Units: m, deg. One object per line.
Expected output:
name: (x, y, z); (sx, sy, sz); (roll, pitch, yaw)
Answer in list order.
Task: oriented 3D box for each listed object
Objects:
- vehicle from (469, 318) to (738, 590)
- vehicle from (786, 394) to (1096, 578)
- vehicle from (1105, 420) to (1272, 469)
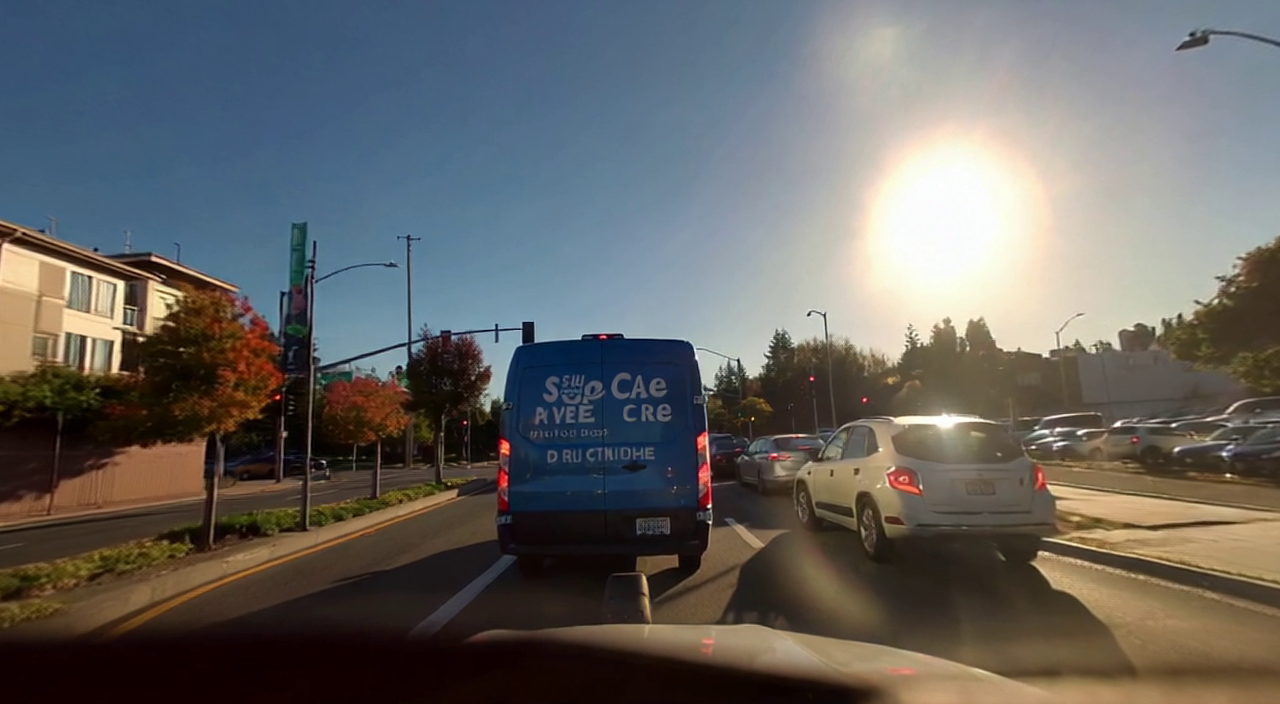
vehicle: (-0.299, 1.272, 8.310); (2.422, 2.488, 4.992); (0, -8, 1)
vehicle: (3.428, 1.617, 8.332); (1.965, 1.771, 4.295); (0, -8, 0)
vehicle: (17.219, 2.916, 19.927); (3.491, 1.443, 1.837); (0, -8, 0)
